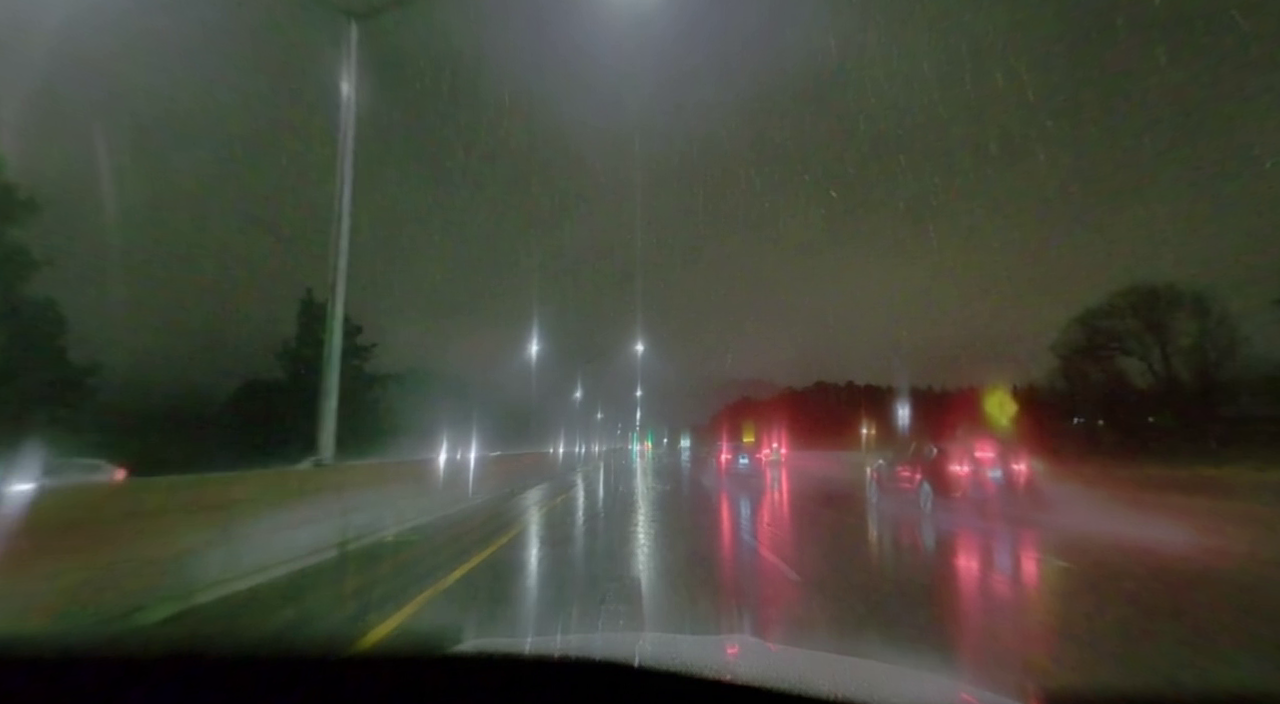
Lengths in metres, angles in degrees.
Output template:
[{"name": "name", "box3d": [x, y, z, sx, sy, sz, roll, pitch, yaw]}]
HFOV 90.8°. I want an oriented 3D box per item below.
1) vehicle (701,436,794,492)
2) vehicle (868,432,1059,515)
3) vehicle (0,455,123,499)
[{"name": "vehicle", "box3d": [3.237, 3.474, 19.954, 2.056, 1.553, 4.320, 0, -9, -1]}, {"name": "vehicle", "box3d": [6.808, 2.579, 13.870, 2.038, 1.528, 3.910, 0, -9, -1]}, {"name": "vehicle", "box3d": [-21.674, 4.592, 23.510, 1.636, 1.418, 3.844, 0, -9, -1]}]
